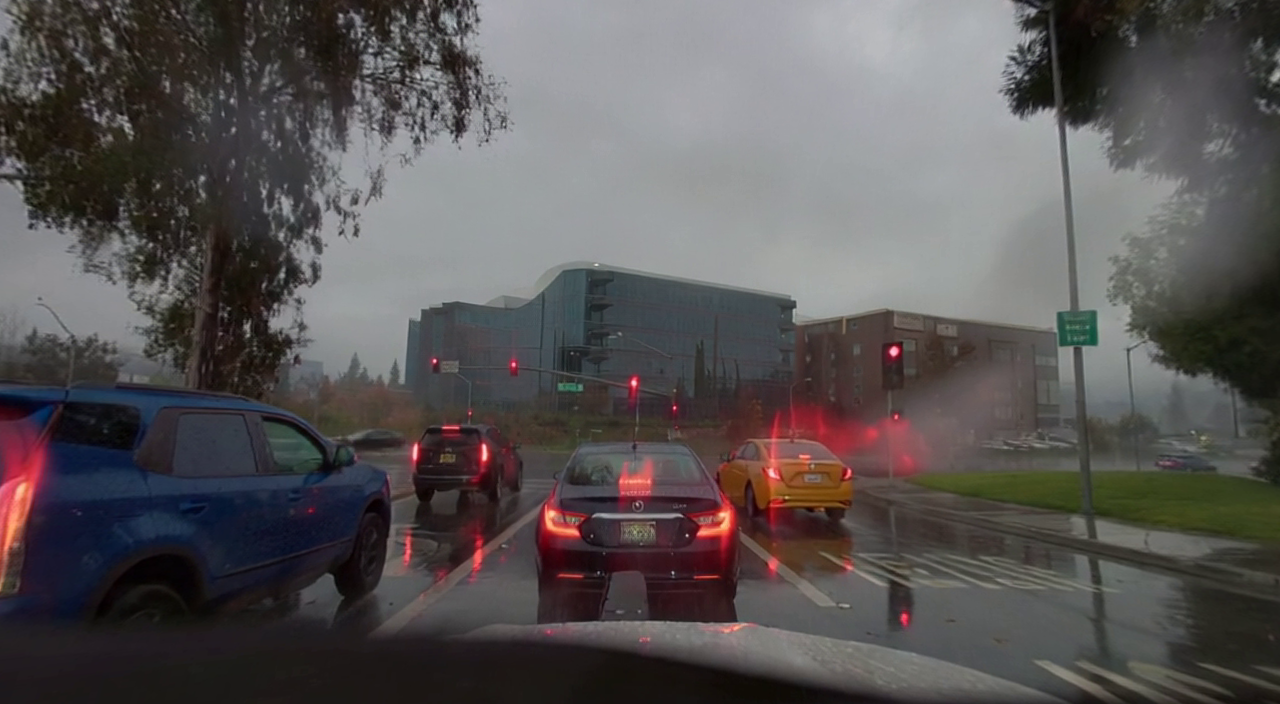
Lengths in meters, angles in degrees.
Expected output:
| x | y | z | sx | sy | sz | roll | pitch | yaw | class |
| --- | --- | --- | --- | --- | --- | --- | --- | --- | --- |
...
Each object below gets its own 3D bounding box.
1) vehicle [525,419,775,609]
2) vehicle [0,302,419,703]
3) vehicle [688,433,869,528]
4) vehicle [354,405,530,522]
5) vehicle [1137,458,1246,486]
| x | y | z | sx | sy | sz | roll | pitch | yaw | class |
| --- | --- | --- | --- | --- | --- | --- | --- | --- | --- |
| -0.056 | 1.619 | 7.329 | 2.001 | 1.483 | 4.442 | 0 | -8 | -4 | vehicle |
| -3.147 | 1.011 | 4.143 | 1.924 | 1.737 | 4.387 | 0 | -8 | -2 | vehicle |
| 2.463 | 2.447 | 12.752 | 2.100 | 1.524 | 4.746 | 1 | -9 | -6 | vehicle |
| -3.878 | 2.319 | 13.707 | 2.305 | 1.984 | 5.586 | 0 | -8 | -3 | vehicle |
| 33.856 | 7.367 | 38.892 | 4.737 | 1.572 | 2.026 | 0 | -8 | 1 | vehicle |
